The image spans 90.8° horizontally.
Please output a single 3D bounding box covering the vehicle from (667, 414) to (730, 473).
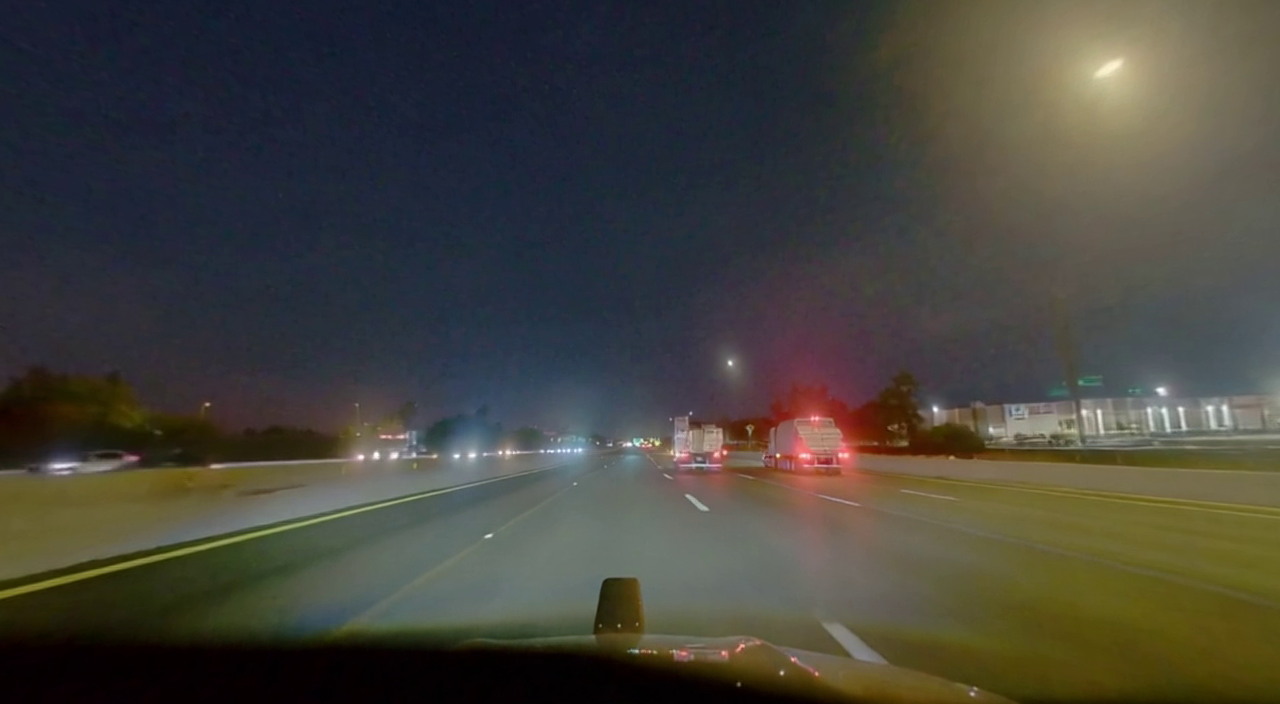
[{"bbox_3d":[3.263,5.403,37.125,2.742,3.054,7.537,0,-9,-2],"label":"vehicle"}]

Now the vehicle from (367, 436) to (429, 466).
[{"bbox_3d":[-17.479,7.194,45.952,2.330,2.041,5.234,0,-9,1],"label":"vehicle"}]

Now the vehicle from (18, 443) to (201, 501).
[{"bbox_3d":[-14.040,3.162,17.022,1.881,1.385,3.476,0,-9,-1],"label":"vehicle"}]

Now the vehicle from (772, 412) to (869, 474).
[{"bbox_3d":[10.615,5.558,38.460,2.912,3.293,9.588,0,-9,-1],"label":"vehicle"}]
